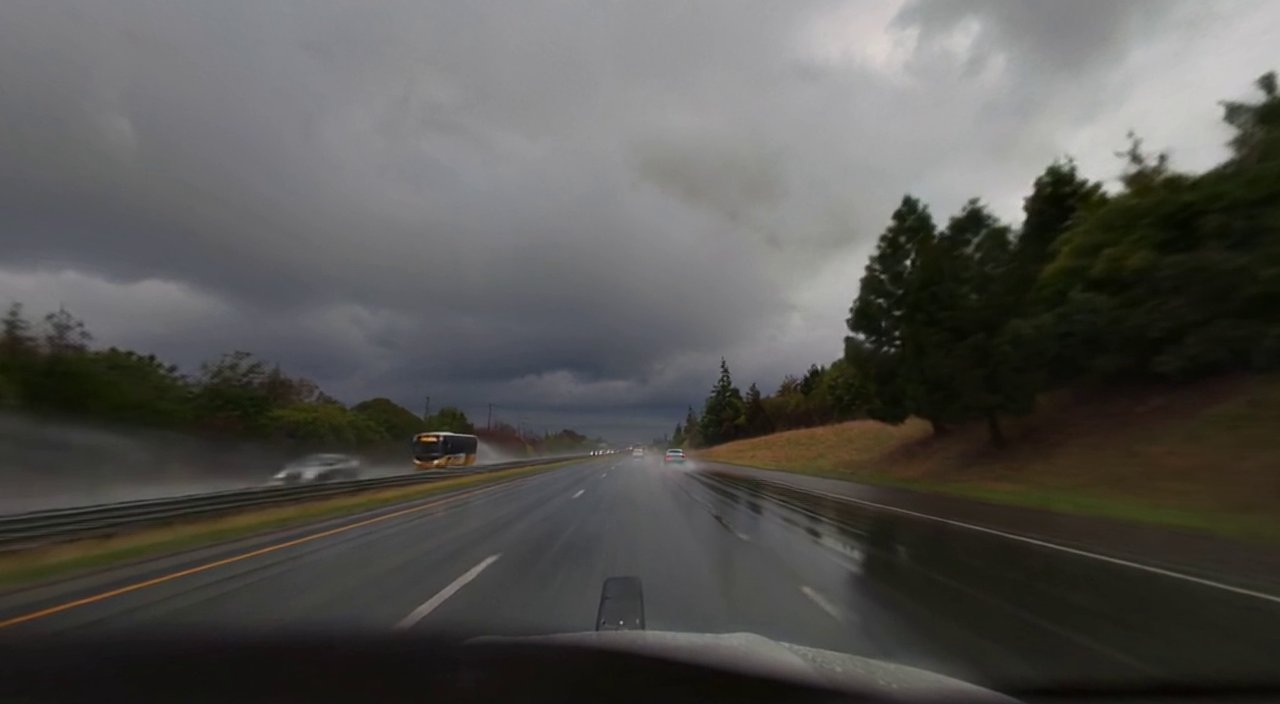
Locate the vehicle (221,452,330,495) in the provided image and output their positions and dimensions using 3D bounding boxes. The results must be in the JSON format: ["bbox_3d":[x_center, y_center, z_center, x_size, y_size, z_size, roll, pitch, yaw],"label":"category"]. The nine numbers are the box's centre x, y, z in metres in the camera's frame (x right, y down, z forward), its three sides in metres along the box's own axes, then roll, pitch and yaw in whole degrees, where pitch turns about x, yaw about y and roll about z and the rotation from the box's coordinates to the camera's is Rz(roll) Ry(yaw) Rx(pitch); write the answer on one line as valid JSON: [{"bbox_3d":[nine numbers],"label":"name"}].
[{"bbox_3d":[-13.159,4.370,23.033,1.778,1.407,3.668,0,-9,0],"label":"vehicle"}]
